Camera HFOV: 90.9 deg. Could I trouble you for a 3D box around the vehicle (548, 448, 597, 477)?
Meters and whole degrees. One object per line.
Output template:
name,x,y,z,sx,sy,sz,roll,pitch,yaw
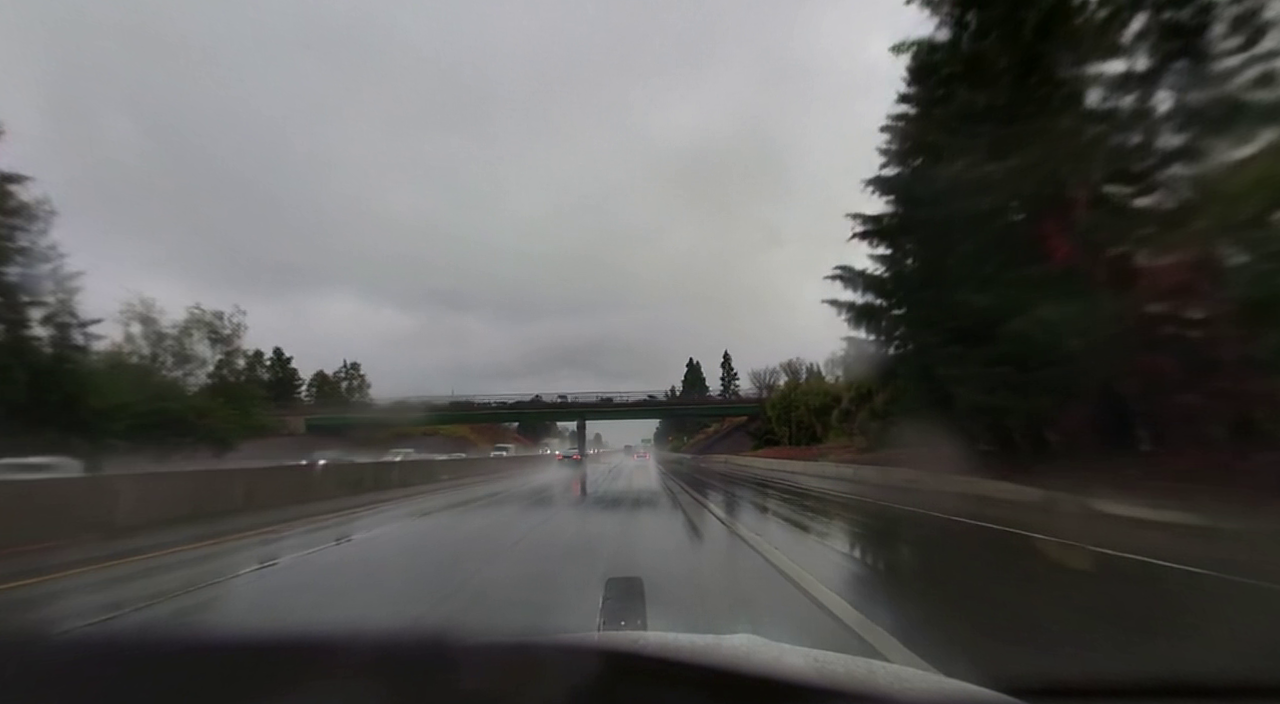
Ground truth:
vehicle,-3.706,6.161,35.362,2.293,1.462,4.452,0,-9,0
